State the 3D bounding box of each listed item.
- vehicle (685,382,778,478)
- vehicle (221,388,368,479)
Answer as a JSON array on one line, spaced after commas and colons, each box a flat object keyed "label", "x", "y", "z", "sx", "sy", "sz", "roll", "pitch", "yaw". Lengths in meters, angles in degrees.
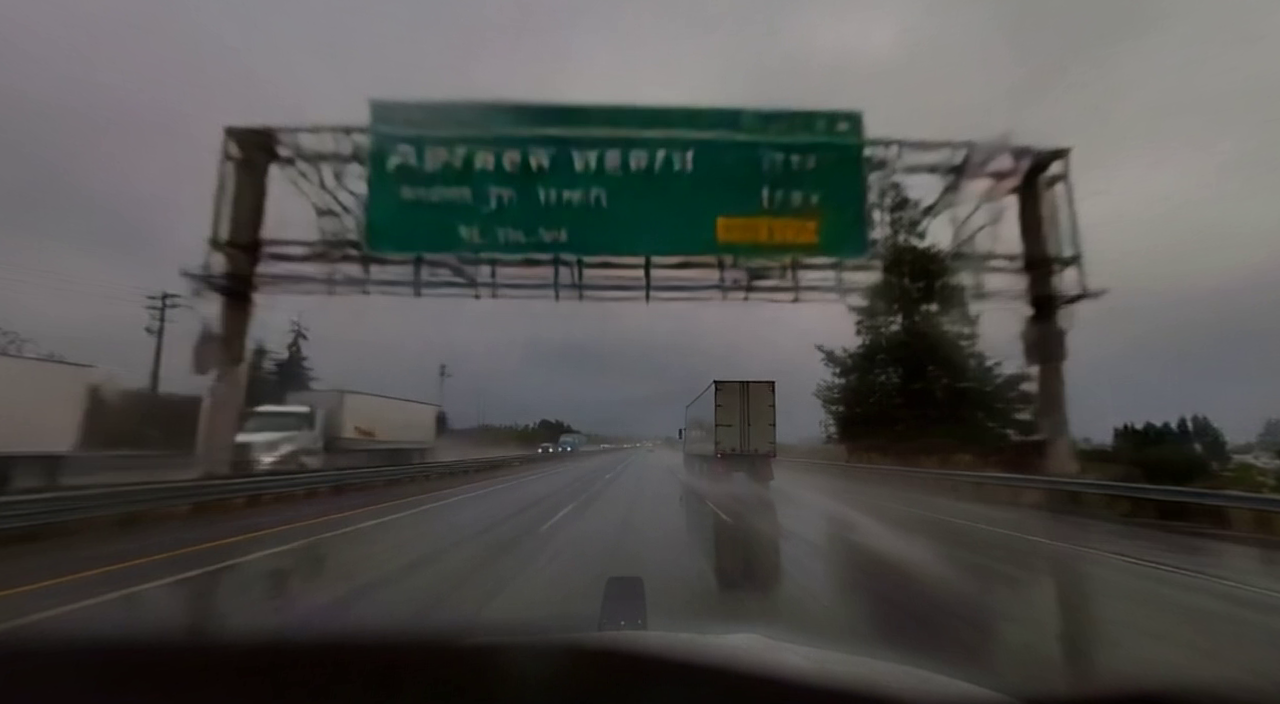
[{"label": "vehicle", "x": 4.428, "y": 4.380, "z": 33.872, "sx": 2.784, "sy": 4.080, "sz": 13.516, "roll": -1, "pitch": -9, "yaw": -1}, {"label": "vehicle", "x": -14.915, "y": 3.666, "z": 27.871, "sx": 2.998, "sy": 3.583, "sz": 5.940, "roll": 0, "pitch": -9, "yaw": 0}]
